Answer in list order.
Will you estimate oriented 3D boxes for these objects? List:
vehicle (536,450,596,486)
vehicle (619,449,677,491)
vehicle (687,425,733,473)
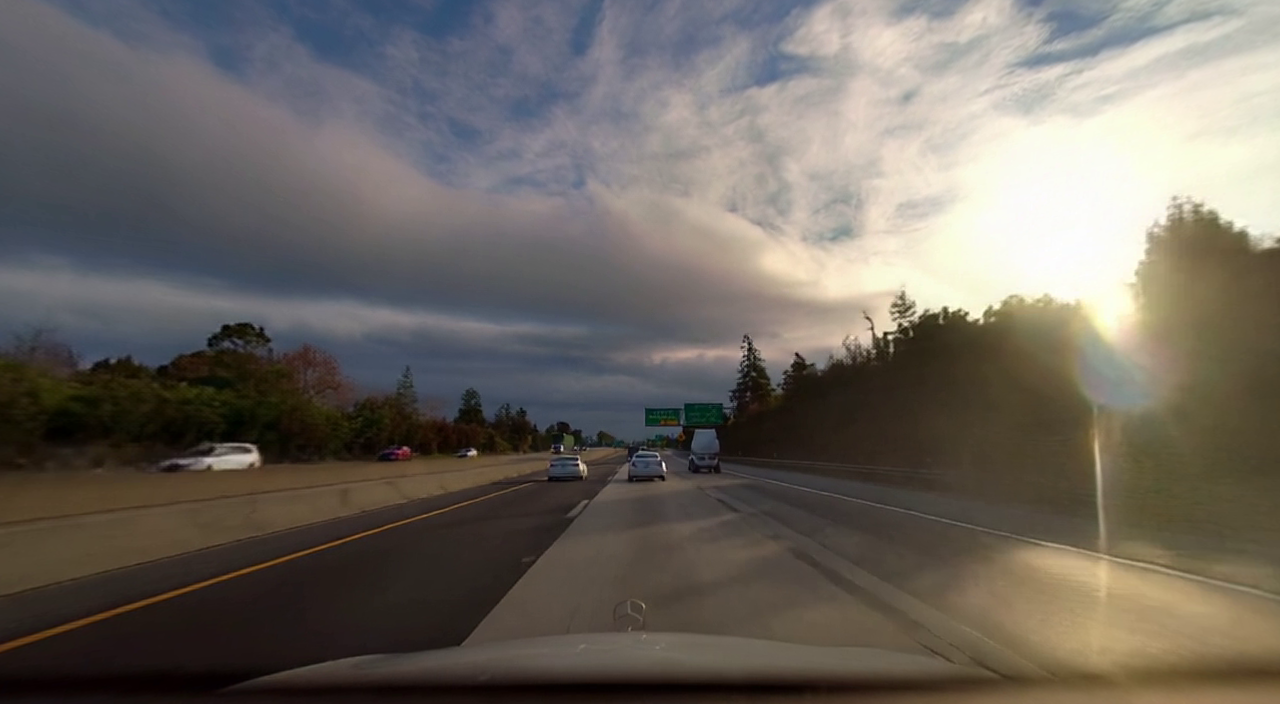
[{"bbox_3d":[-3.221,5.115,28.182,2.105,1.467,4.099,0,-9,1],"label":"vehicle"},{"bbox_3d":[0.265,4.634,25.077,2.089,1.516,4.191,0,-9,-1],"label":"vehicle"},{"bbox_3d":[4.852,6.616,42.746,2.650,2.978,6.937,-2,-10,9],"label":"vehicle"}]
